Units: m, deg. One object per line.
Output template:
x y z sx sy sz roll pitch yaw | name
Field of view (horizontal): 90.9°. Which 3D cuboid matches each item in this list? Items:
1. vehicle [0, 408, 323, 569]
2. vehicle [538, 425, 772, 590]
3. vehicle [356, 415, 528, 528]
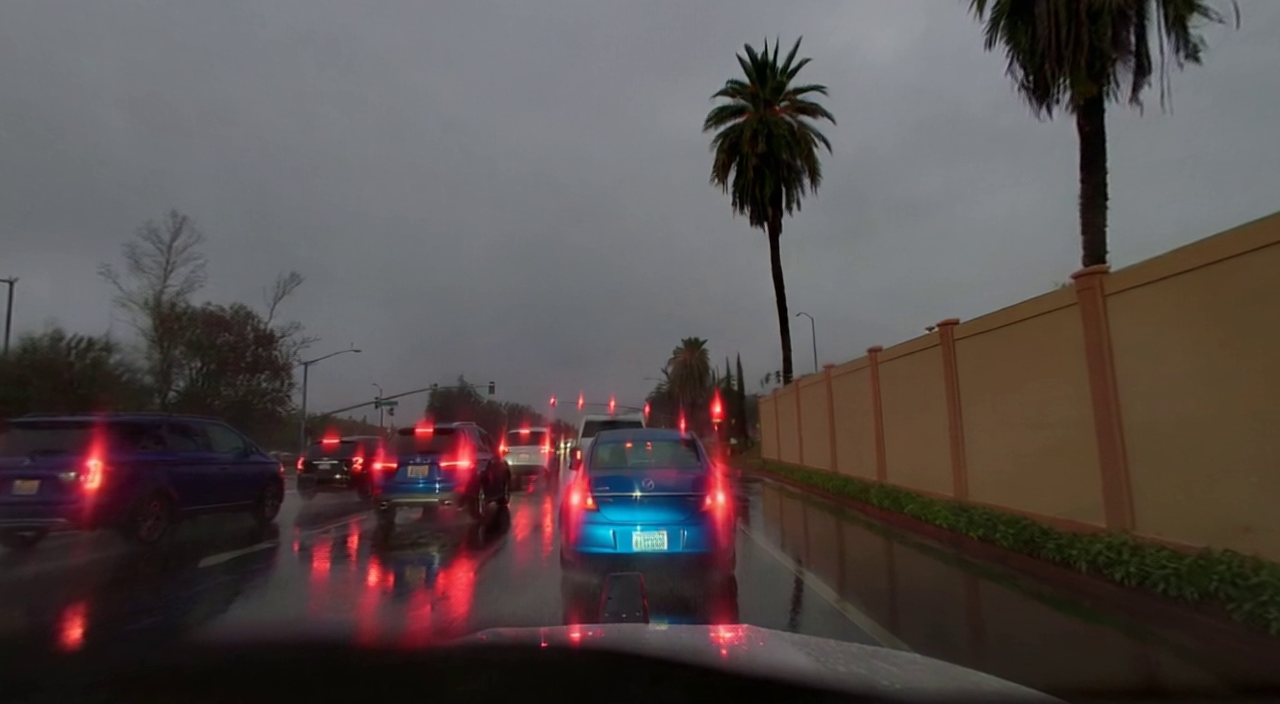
-6.681 1.808 9.109 1.963 1.721 4.467 0 -8 -2 | vehicle
0.064 1.736 7.951 2.128 1.473 4.272 0 -8 -2 | vehicle
-3.462 2.183 11.985 2.007 1.746 4.136 0 -8 -1 | vehicle
